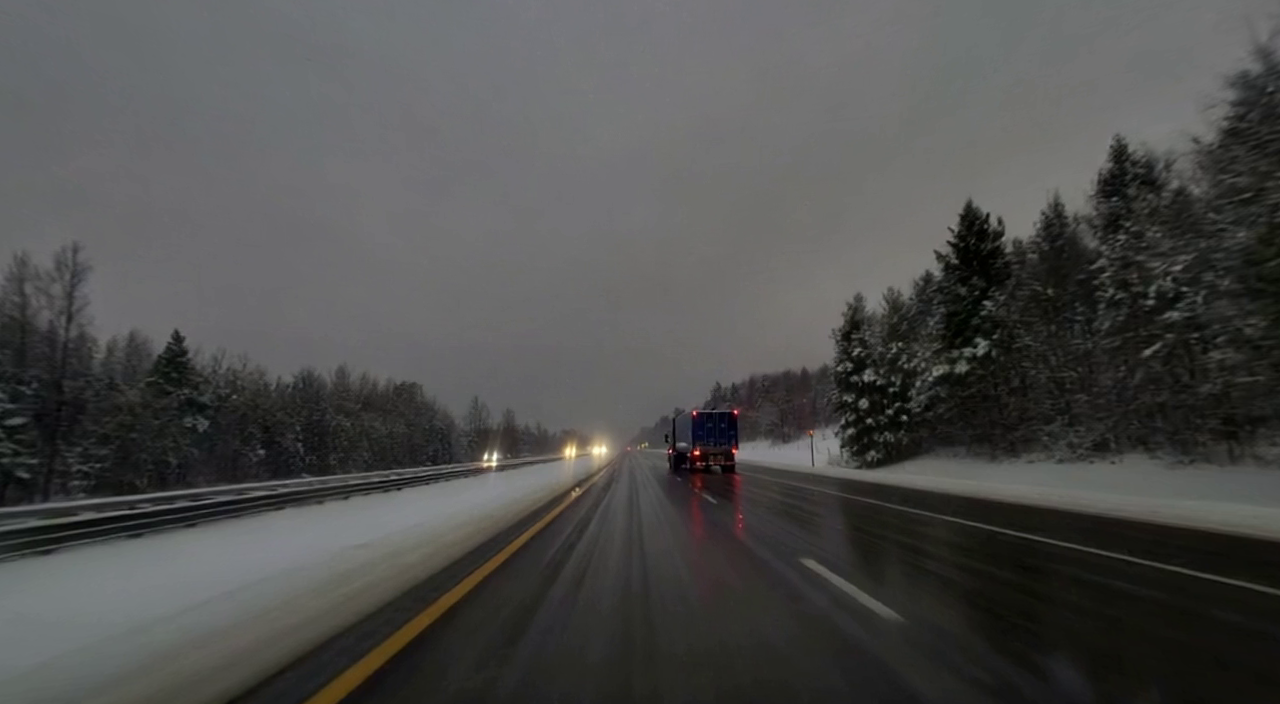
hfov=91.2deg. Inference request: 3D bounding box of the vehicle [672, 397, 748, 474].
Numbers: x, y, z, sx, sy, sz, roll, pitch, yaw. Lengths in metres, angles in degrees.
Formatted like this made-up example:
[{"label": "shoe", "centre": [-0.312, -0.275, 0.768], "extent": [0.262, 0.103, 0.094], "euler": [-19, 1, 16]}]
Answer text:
[{"label": "vehicle", "centre": [3.927, 5.368, 39.187], "extent": [2.922, 3.905, 14.151], "euler": [0, -9, -1]}]
